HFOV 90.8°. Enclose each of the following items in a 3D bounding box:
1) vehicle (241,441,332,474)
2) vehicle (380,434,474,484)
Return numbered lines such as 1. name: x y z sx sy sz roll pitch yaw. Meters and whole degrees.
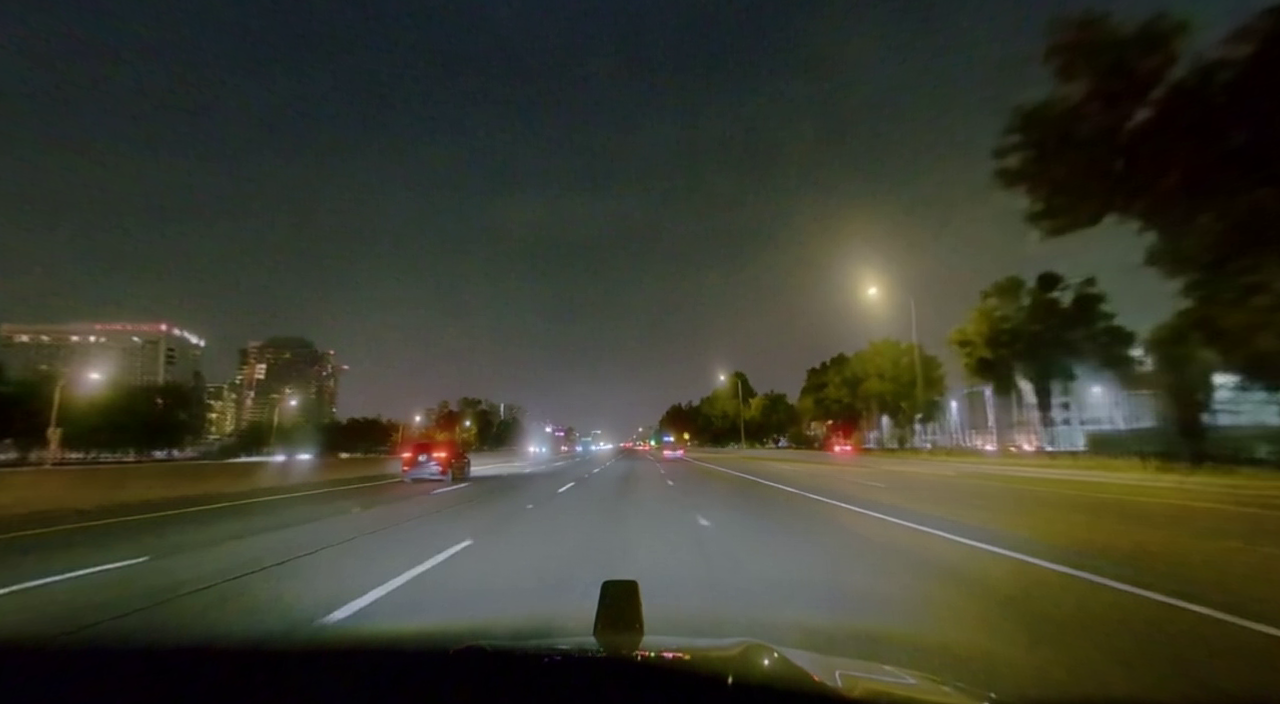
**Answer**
1. vehicle: -17.929 5.340 32.306 2.022 1.536 4.479 0 -9 0
2. vehicle: -8.009 4.061 24.233 2.089 1.724 4.327 0 -9 0
